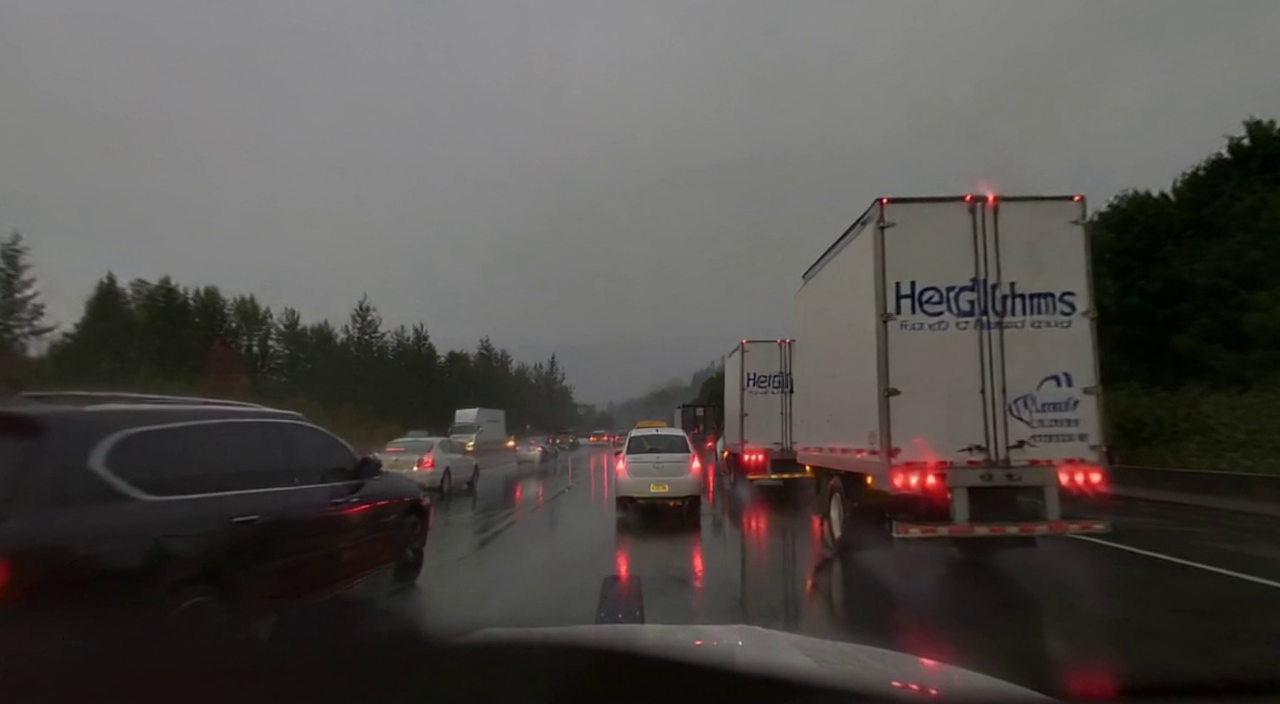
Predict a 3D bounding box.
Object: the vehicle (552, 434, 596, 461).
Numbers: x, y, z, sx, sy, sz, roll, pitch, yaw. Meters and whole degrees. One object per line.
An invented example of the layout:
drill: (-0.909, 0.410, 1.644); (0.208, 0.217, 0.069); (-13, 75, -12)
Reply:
vehicle: (-3.819, 5.618, 37.314); (2.005, 1.475, 4.466); (0, -8, 2)

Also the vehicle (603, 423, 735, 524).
vehicle: (0.400, 2.075, 11.299); (1.973, 1.505, 3.568); (0, -8, -1)

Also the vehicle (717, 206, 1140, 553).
vehicle: (4.086, 1.205, 14.325); (2.817, 3.989, 14.321); (0, -8, 0)

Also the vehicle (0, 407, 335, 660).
vehicle: (-4.588, 1.343, 5.693); (1.821, 1.514, 3.677); (0, -8, -1)

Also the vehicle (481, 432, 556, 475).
vehicle: (-4.537, 3.844, 24.201); (1.887, 1.493, 4.411); (0, -8, 1)

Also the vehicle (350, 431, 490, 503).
vehicle: (-5.036, 2.650, 15.076); (1.880, 1.458, 3.978); (0, -8, 1)
